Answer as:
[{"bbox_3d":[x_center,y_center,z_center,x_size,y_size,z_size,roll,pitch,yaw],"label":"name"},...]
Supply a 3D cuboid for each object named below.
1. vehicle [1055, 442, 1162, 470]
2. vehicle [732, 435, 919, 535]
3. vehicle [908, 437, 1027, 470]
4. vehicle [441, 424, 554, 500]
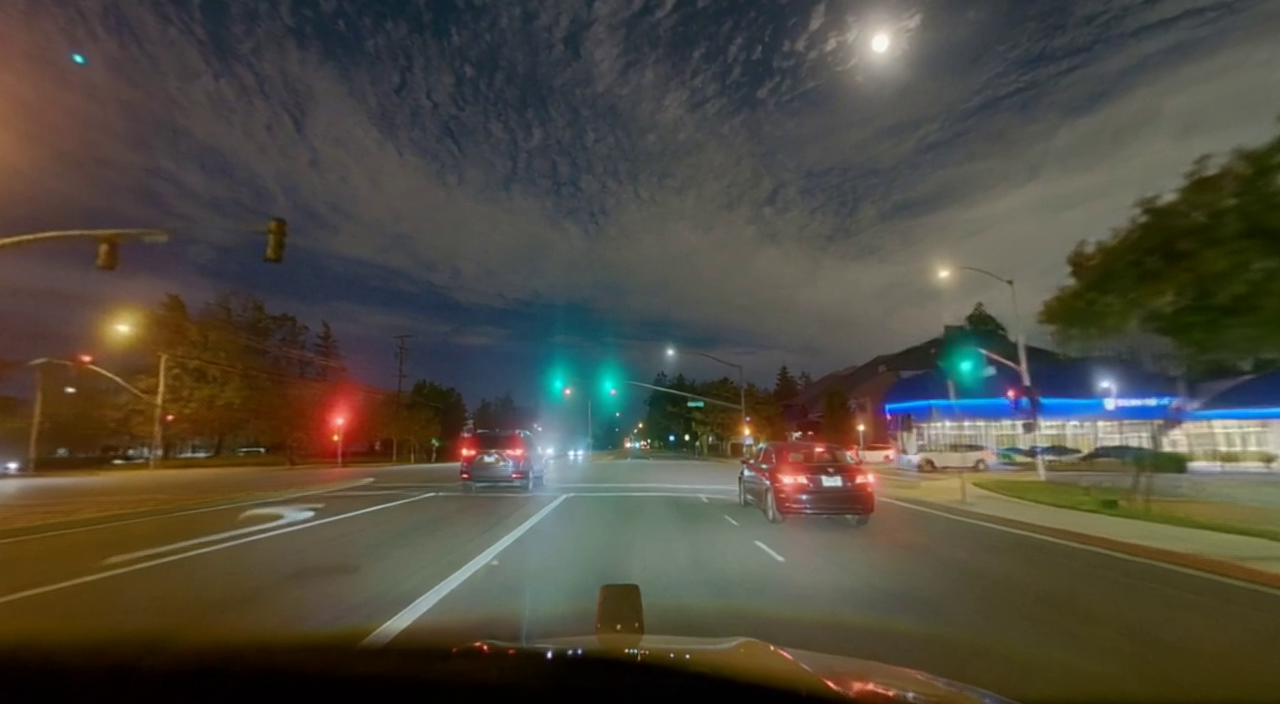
[{"bbox_3d":[28.297,6.273,38.273,4.874,1.625,1.930,0,-9,0],"label":"vehicle"},{"bbox_3d":[3.205,2.408,12.143,1.975,1.502,4.787,0,-9,-2],"label":"vehicle"},{"bbox_3d":[19.928,6.228,38.662,5.886,1.798,2.407,-1,-9,0],"label":"vehicle"},{"bbox_3d":[-3.711,2.969,17.400,1.997,1.806,4.500,0,-9,1],"label":"vehicle"}]
